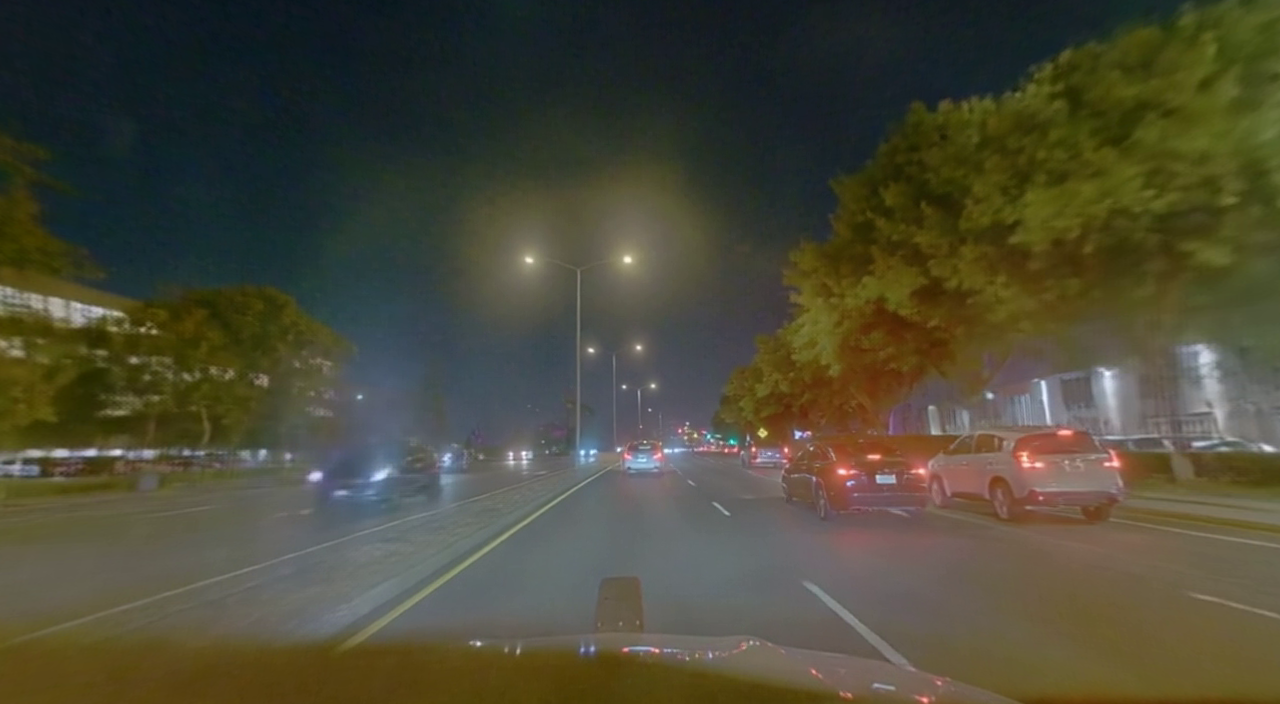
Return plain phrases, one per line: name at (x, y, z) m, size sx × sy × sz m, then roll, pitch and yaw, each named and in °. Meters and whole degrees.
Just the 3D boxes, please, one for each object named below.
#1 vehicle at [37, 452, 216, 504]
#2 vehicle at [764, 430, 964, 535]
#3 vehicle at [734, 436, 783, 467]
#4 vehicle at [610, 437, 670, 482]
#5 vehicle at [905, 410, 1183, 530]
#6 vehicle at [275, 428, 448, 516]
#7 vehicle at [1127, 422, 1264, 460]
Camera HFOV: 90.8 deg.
vehicle at (-16.861, 4.110, 21.155) m, size 1.982 × 1.481 × 4.706 m, roll 0°, pitch -9°, yaw 1°
vehicle at (3.571, 2.152, 11.045) m, size 1.858 × 1.466 × 4.230 m, roll 0°, pitch -9°, yaw -1°
vehicle at (7.255, 6.144, 39.116) m, size 2.068 × 1.779 × 4.567 m, roll 0°, pitch -9°, yaw -1°
vehicle at (0.011, 3.871, 22.991) m, size 1.994 × 1.479 × 3.647 m, roll 0°, pitch -9°, yaw 0°
vehicle at (7.147, 2.146, 11.997) m, size 2.134 × 1.810 × 4.590 m, roll 0°, pitch -9°, yaw -1°
vehicle at (-5.699, 2.487, 13.542) m, size 1.887 × 1.582 × 3.915 m, roll 0°, pitch -9°, yaw 0°
vehicle at (32.803, 5.291, 37.466) m, size 5.507 × 1.925 × 2.533 m, roll -3°, pitch -9°, yaw 2°
